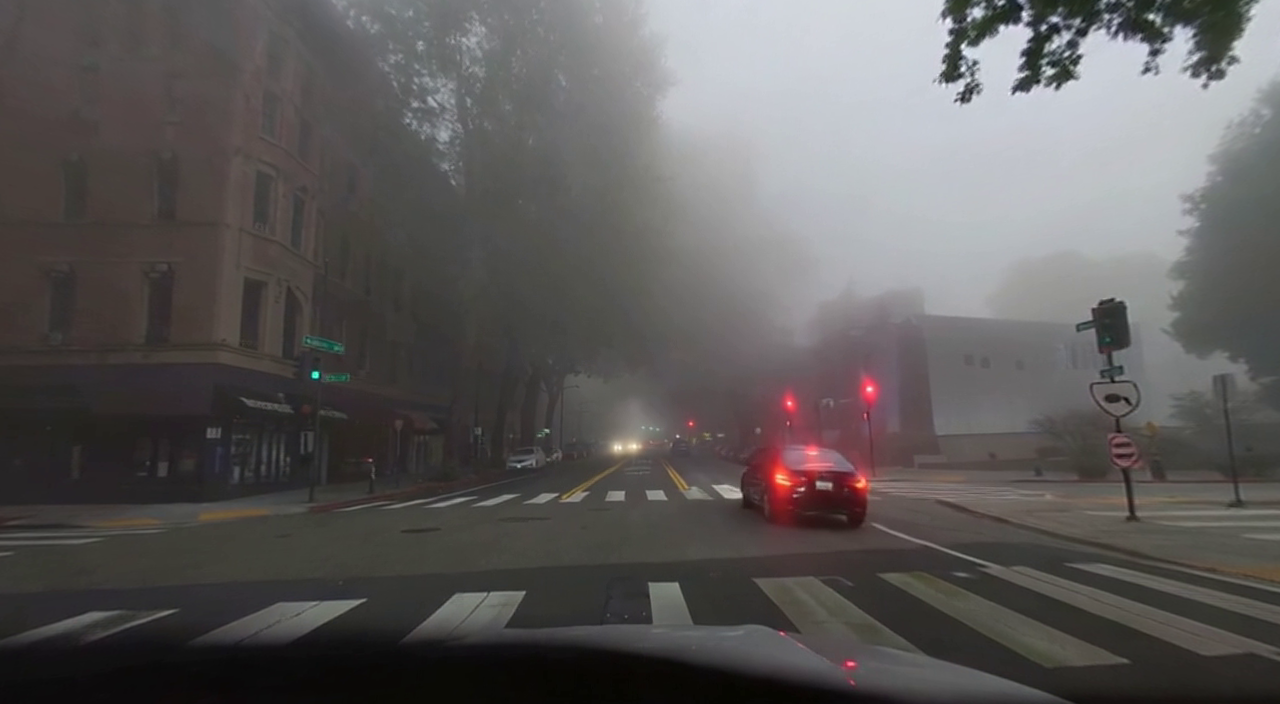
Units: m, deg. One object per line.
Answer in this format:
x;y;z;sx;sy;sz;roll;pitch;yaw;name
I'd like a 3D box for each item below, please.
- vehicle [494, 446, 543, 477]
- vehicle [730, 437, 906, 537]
-6.916;6.252;36.307;2.127;1.533;4.547;-1;-8;-2;vehicle
2.962;2.328;11.533;2.014;1.474;4.090;0;-8;0;vehicle
